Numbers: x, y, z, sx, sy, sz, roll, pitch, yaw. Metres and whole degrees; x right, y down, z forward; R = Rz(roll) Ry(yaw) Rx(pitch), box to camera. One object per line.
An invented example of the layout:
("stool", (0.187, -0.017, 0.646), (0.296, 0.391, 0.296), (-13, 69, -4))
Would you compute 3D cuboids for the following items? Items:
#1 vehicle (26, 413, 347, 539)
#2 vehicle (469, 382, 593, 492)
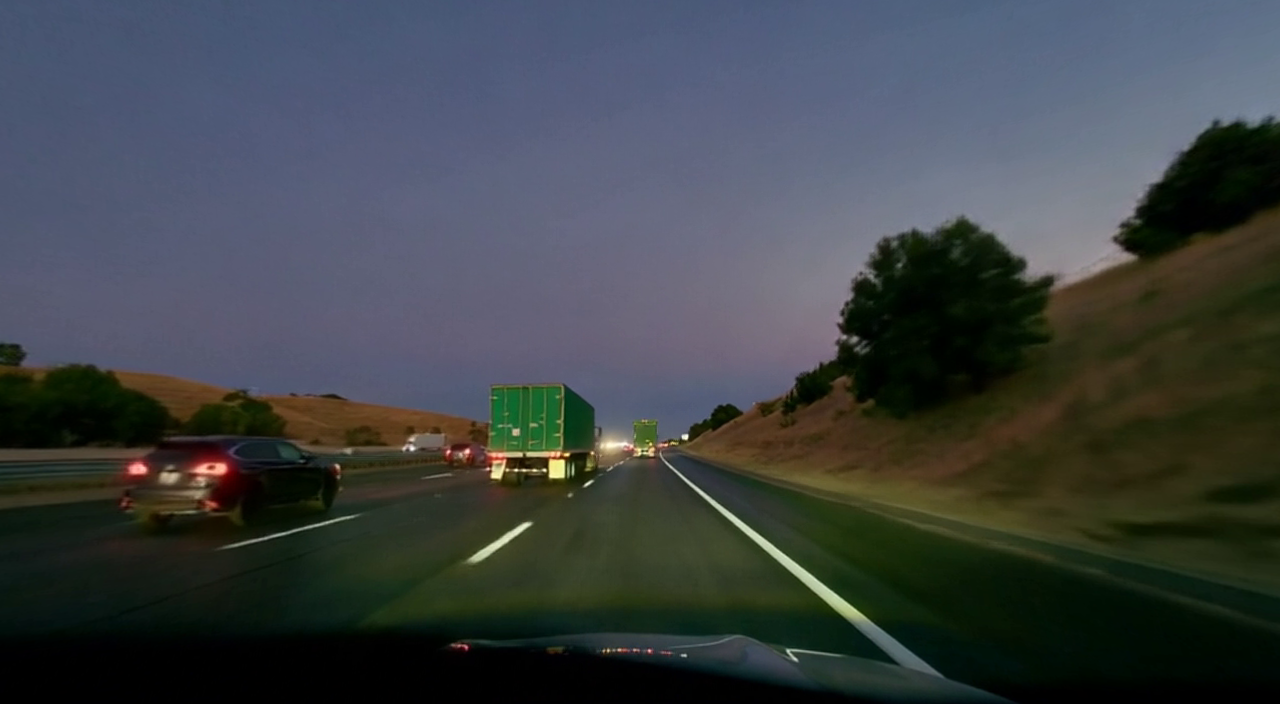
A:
("vehicle", (-7.466, 2.096, 11.224), (2.125, 1.725, 4.715), (0, -9, 1))
("vehicle", (-3.689, 3.368, 24.502), (2.789, 3.271, 10.894), (0, -9, 1))
